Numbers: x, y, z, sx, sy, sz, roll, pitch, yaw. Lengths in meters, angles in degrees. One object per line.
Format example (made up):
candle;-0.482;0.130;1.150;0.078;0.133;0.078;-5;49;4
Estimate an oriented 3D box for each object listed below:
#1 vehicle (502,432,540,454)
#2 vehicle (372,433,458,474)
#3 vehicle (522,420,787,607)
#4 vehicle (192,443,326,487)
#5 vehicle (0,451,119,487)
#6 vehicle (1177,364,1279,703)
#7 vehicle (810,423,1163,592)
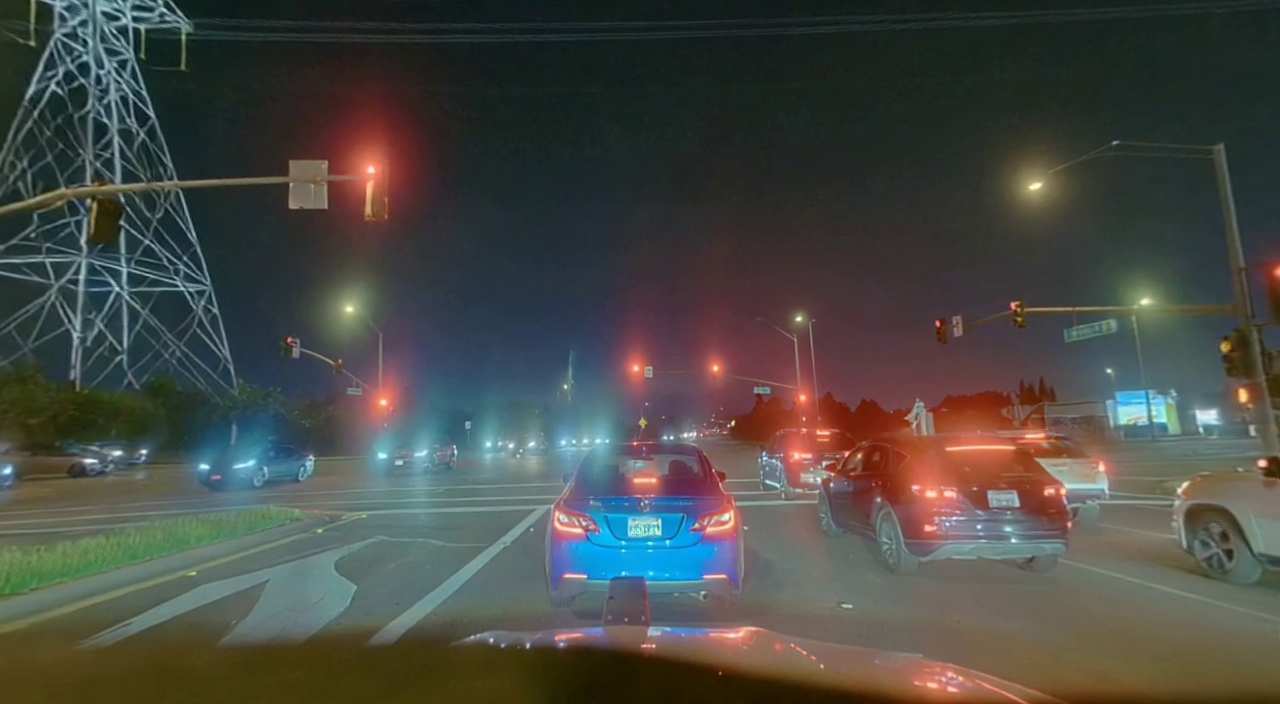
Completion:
vehicle;-8.825;6.821;47.060;1.910;1.537;4.123;-1;-8;3
vehicle;-9.452;4.298;26.927;1.910;1.597;4.334;-1;-8;2
vehicle;0.103;1.597;7.127;2.117;1.474;4.036;0;-8;0
vehicle;-14.171;4.197;23.820;2.089;1.464;4.520;-1;-8;2
vehicle;-25.941;5.113;27.739;4.263;1.464;1.895;0;-8;-1
vehicle;3.403;0.590;0.628;1.926;1.614;4.330;0;-8;1
vehicle;3.643;1.684;7.722;1.835;1.473;4.190;0;-8;-2
